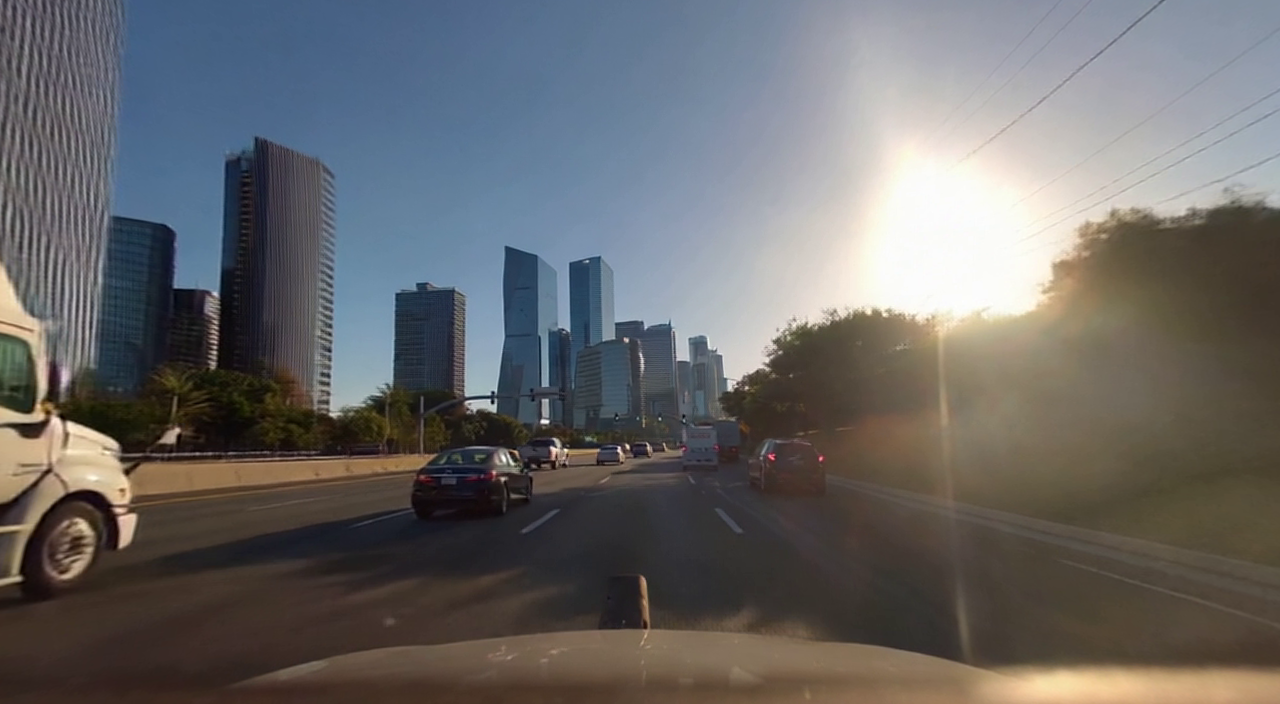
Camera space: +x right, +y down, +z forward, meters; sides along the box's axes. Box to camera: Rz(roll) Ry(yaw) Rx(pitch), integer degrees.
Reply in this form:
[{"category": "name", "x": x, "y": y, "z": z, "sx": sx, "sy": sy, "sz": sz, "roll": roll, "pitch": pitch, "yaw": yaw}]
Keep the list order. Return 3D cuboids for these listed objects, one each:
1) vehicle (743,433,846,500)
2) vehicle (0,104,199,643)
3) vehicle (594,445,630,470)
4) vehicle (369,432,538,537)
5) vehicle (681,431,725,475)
[{"category": "vehicle", "x": 4.847, "y": 3.663, "z": 20.471, "sx": 2.283, "sy": 1.923, "sz": 4.427, "roll": 0, "pitch": -9, "yaw": 1}, {"category": "vehicle", "x": -6.486, "y": 0.148, "z": 4.682, "sx": 3.239, "sy": 4.055, "sz": 3.881, "roll": 0, "pitch": -9, "yaw": 1}, {"category": "vehicle", "x": -1.821, "y": 7.084, "z": 42.508, "sx": 1.984, "sy": 1.567, "sz": 4.311, "roll": 0, "pitch": -9, "yaw": 4}, {"category": "vehicle", "x": -3.268, "y": 2.383, "z": 11.856, "sx": 1.934, "sy": 1.643, "sz": 3.718, "roll": 0, "pitch": -9, "yaw": 2}, {"category": "vehicle", "x": 3.784, "y": 6.024, "z": 37.723, "sx": 2.457, "sy": 2.440, "sz": 5.486, "roll": -1, "pitch": -9, "yaw": 6}]
